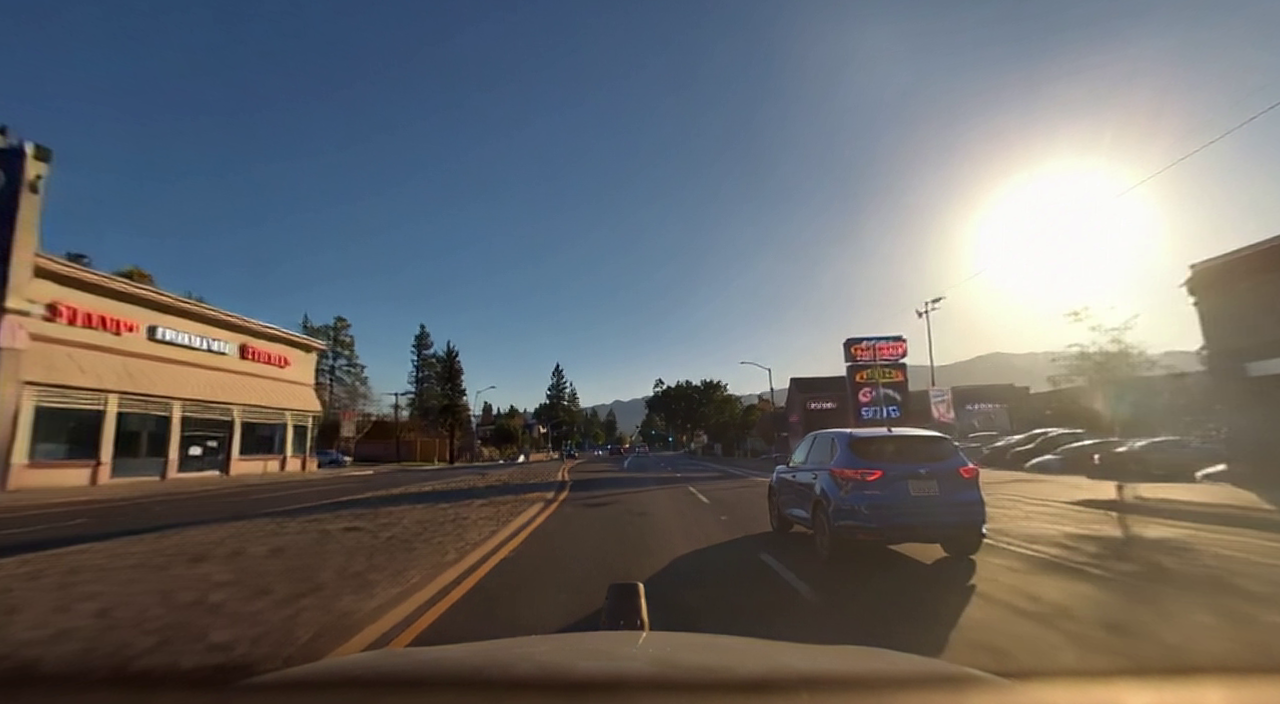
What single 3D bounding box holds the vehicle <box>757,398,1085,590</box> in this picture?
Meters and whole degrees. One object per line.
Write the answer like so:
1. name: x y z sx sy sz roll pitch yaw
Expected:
1. vehicle: 3.084 1.683 8.329 2.130 1.790 4.615 0 -9 -1
